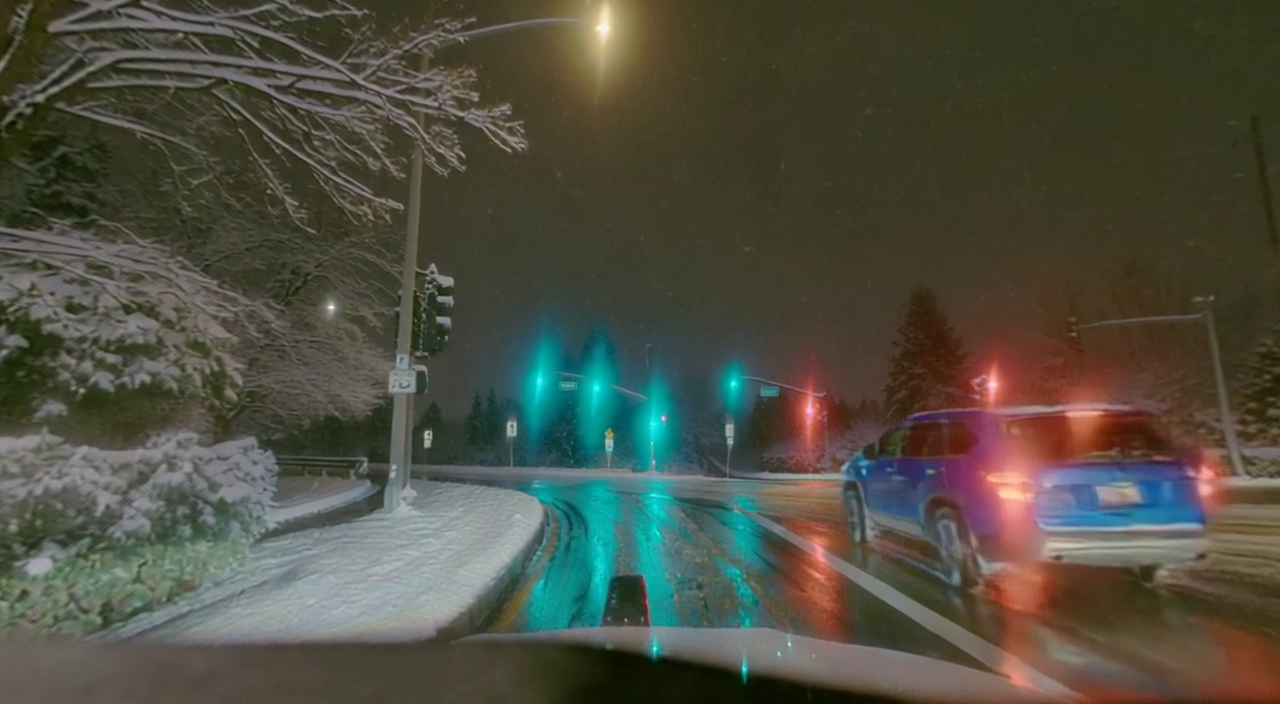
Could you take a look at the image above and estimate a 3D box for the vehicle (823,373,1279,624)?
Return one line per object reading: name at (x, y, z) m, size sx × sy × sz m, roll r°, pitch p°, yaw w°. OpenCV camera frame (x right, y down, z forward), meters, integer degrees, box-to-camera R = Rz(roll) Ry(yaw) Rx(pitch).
vehicle at (3.913, 1.391, 7.043) m, size 2.284 × 1.788 × 4.871 m, roll 0°, pitch -8°, yaw 0°
